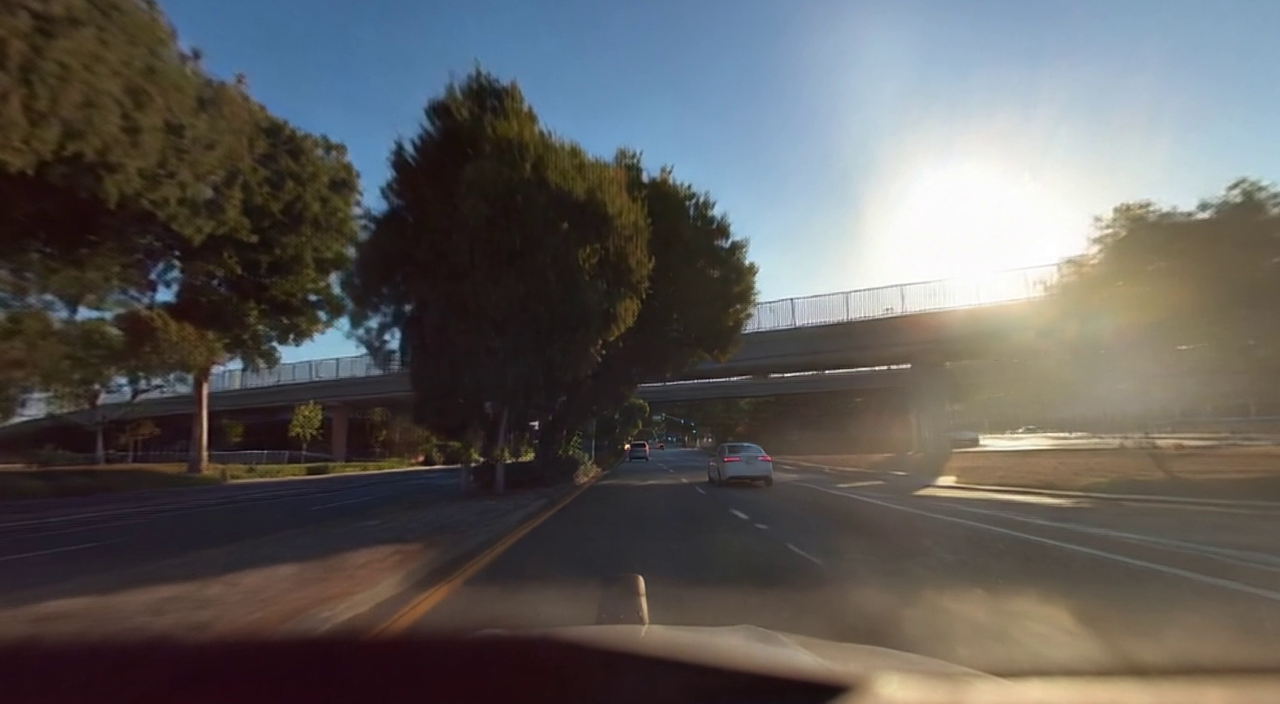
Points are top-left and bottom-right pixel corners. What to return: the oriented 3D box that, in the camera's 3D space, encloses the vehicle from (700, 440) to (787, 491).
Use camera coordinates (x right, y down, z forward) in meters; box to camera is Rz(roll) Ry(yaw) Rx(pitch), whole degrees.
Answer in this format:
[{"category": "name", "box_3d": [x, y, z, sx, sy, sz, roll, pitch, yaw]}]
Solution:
[{"category": "vehicle", "box_3d": [3.299, 3.710, 21.113, 2.062, 1.484, 4.332, 0, -8, -1]}]
